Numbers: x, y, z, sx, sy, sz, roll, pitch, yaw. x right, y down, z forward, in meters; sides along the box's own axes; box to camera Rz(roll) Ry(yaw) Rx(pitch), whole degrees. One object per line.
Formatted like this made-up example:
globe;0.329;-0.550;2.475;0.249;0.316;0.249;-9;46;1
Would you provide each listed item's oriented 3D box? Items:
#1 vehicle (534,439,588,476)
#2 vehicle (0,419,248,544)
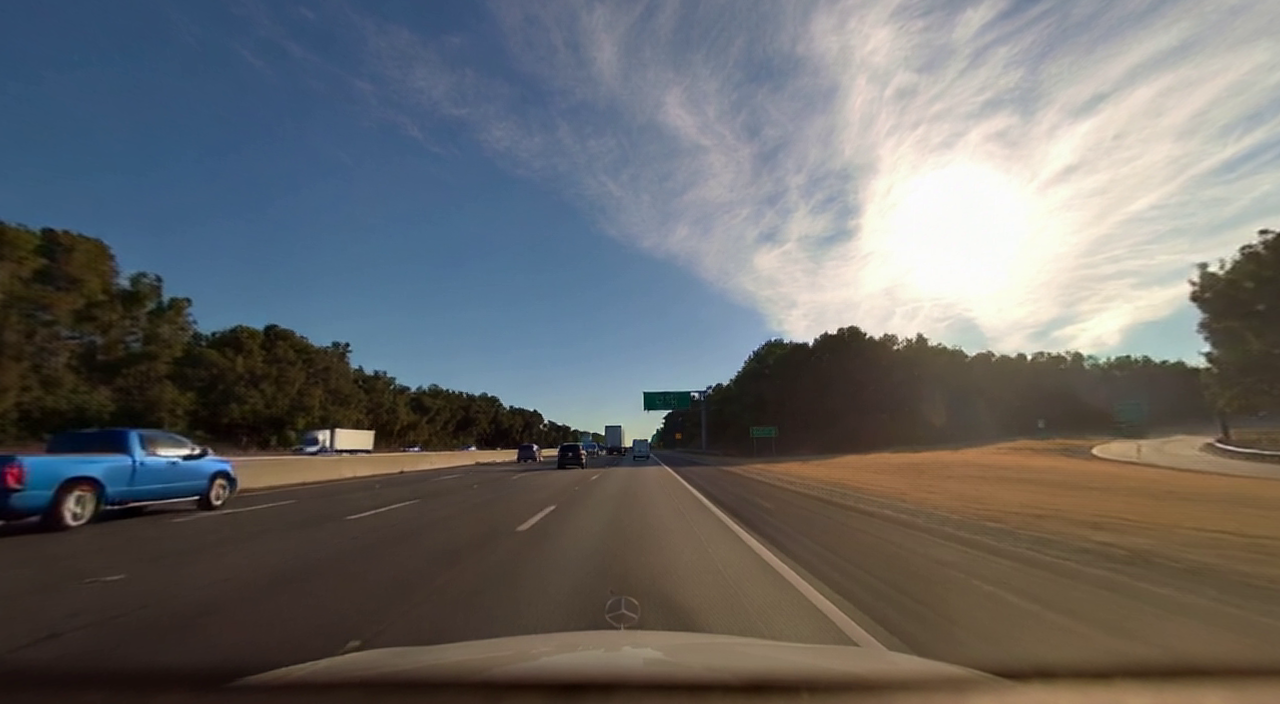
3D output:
vehicle;-3.900;5.278;31.671;2.094;1.695;4.260;0;-9;1
vehicle;-10.172;2.268;11.775;2.146;1.764;5.510;0;-9;-1
